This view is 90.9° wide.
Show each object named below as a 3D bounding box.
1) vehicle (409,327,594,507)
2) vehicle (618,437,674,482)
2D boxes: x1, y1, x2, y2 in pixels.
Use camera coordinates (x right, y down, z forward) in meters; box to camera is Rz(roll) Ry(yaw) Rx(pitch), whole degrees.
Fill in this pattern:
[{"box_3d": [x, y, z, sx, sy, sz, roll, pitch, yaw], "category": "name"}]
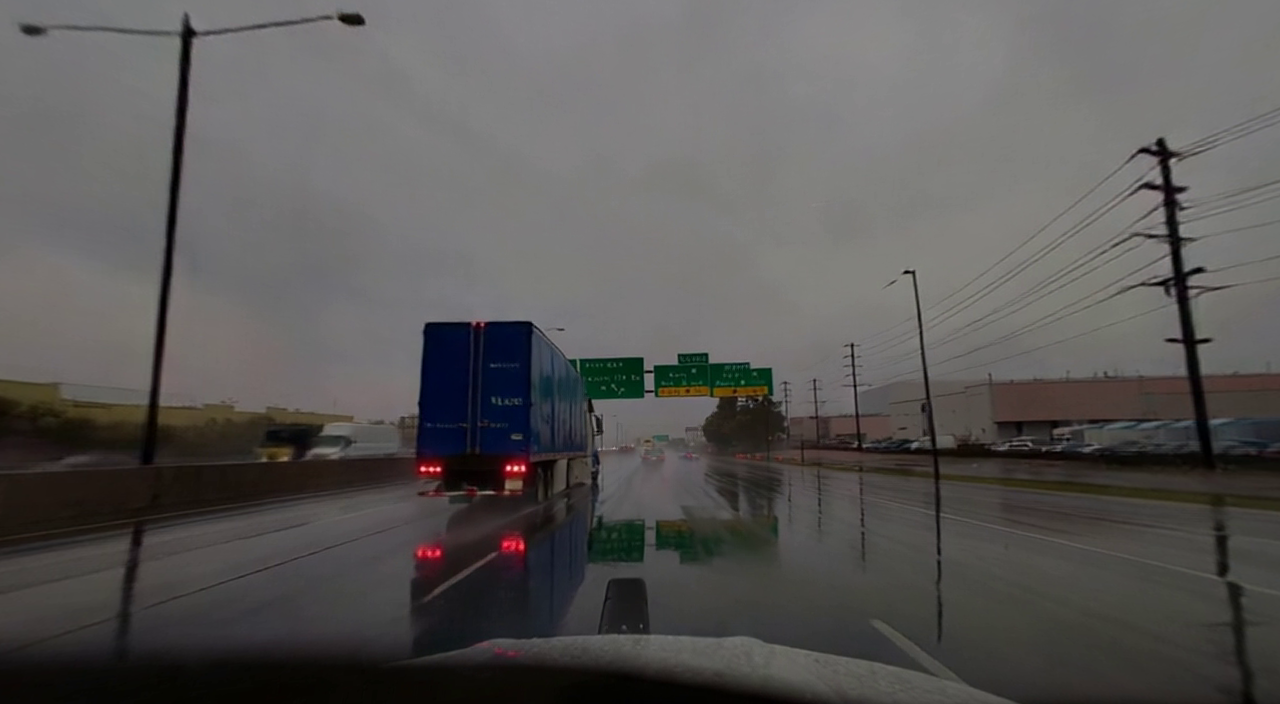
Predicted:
[{"box_3d": [-3.870, 2.711, 23.234, 2.888, 4.308, 16.259, 0, -8, 1], "category": "vehicle"}, {"box_3d": [0.244, 4.728, 28.075, 2.279, 1.837, 4.747, 0, -8, 0], "category": "vehicle"}]
